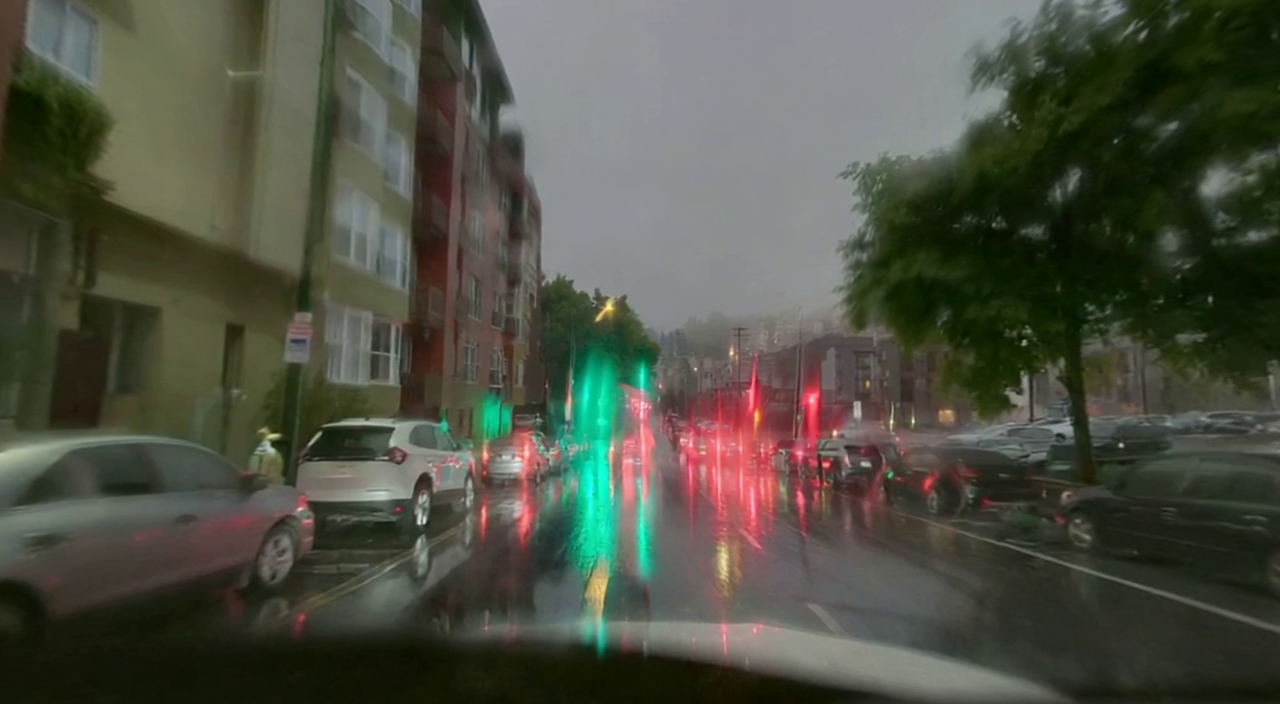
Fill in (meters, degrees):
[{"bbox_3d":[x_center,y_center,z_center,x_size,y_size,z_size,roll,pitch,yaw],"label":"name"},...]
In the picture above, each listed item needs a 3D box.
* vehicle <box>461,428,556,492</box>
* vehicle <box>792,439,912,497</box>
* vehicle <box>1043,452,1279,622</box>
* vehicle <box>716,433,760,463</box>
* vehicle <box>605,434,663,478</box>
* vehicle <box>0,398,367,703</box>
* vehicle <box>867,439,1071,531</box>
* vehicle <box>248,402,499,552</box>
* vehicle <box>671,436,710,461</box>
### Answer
[{"bbox_3d":[-3.692,3.112,18.439,1.831,1.650,3.852,0,-8,2],"label":"vehicle"},{"bbox_3d":[6.185,3.405,19.024,1.980,1.518,4.526,0,-8,-1],"label":"vehicle"},{"bbox_3d":[6.071,1.703,5.842,1.757,1.316,4.632,5,-8,1],"label":"vehicle"},{"bbox_3d":[6.018,5.939,39.148,1.999,1.752,4.502,0,-8,0],"label":"vehicle"},{"bbox_3d":[-0.227,3.798,23.139,1.923,1.460,3.923,0,-8,-1],"label":"vehicle"},{"bbox_3d":[-3.708,1.160,4.131,1.835,1.497,4.146,0,-8,2],"label":"vehicle"},{"bbox_3d":[6.181,2.506,12.503,1.814,1.490,4.109,0,-8,0],"label":"vehicle"},{"bbox_3d":[-3.636,1.799,9.661,1.975,1.759,4.250,0,-8,0],"label":"vehicle"},{"bbox_3d":[3.113,6.101,39.874,2.055,1.450,4.676,0,-8,0],"label":"vehicle"}]
